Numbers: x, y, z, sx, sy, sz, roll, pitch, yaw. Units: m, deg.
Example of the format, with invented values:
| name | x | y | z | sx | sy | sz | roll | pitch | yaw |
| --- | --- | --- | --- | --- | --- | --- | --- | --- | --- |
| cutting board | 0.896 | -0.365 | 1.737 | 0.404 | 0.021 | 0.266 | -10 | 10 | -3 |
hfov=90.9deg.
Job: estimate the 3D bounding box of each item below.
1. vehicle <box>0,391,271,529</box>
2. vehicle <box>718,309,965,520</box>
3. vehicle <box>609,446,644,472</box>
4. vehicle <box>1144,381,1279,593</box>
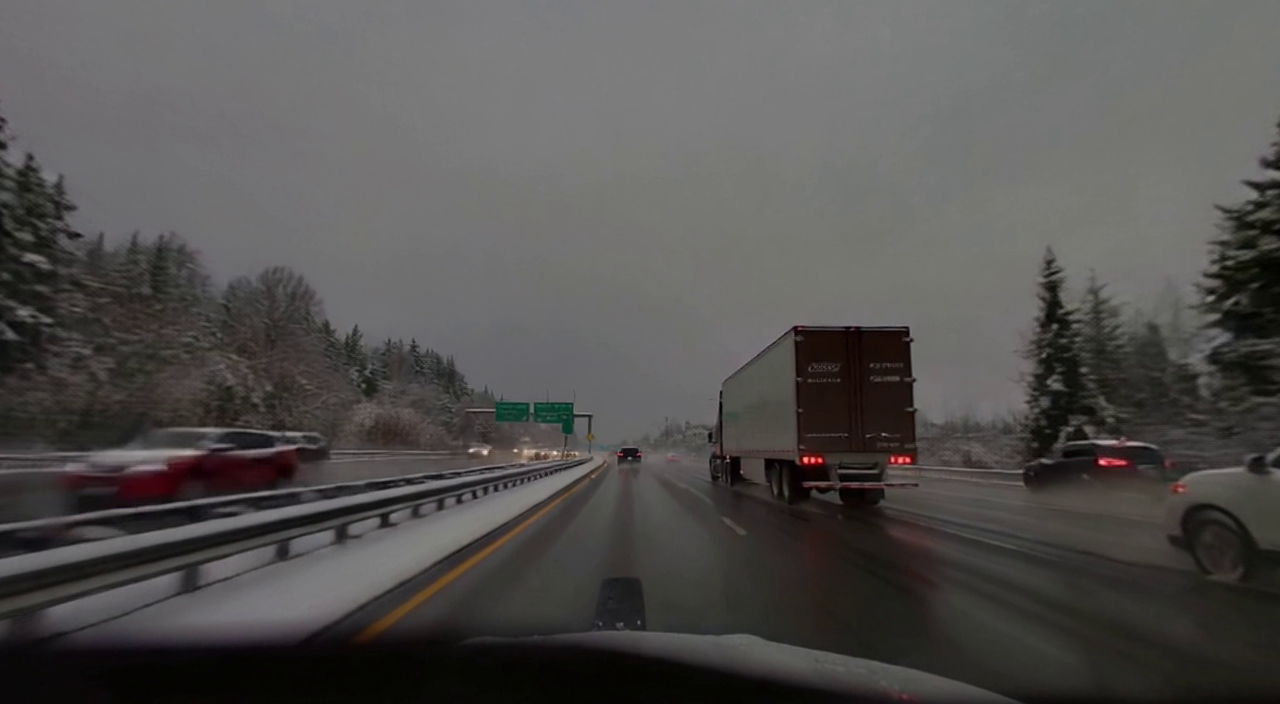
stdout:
| name | x | y | z | sx | sy | sz | roll | pitch | yaw |
| --- | --- | --- | --- | --- | --- | --- | --- | --- | --- |
| vehicle | -7.873 | 1.560 | 9.369 | 1.839 | 1.512 | 4.771 | 0 | -9 | 1 |
| vehicle | 4.672 | 2.227 | 19.025 | 2.890 | 4.006 | 14.039 | 0 | -9 | 0 |
| vehicle | -0.831 | 6.799 | 40.197 | 2.111 | 1.599 | 3.859 | 0 | -9 | -1 |
| vehicle | 6.764 | 1.024 | 4.498 | 2.128 | 1.872 | 5.043 | 0 | -9 | 0 |
